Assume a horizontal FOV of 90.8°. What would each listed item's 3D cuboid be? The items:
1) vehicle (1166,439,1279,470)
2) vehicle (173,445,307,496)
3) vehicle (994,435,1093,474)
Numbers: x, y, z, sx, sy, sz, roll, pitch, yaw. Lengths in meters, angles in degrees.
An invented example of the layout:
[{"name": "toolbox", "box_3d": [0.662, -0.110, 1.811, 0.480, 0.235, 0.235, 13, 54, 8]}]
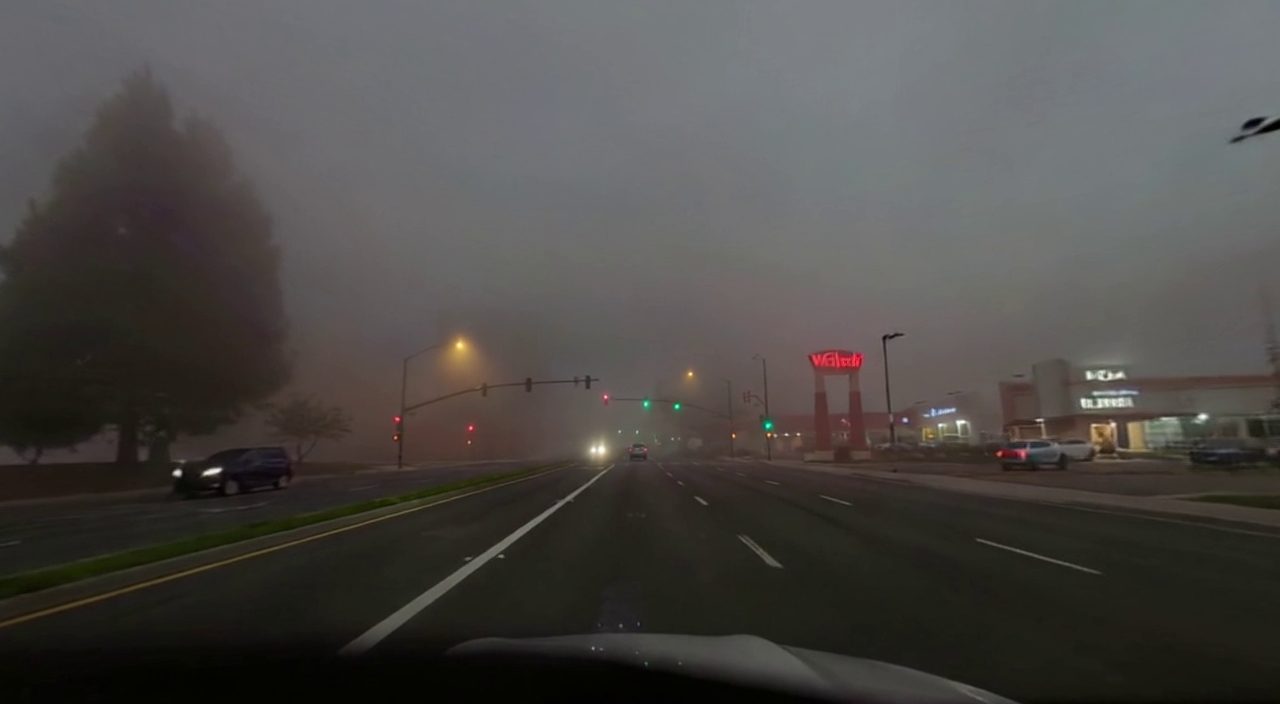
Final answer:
[{"name": "vehicle", "box_3d": [32.551, 5.713, 35.358, 4.335, 1.675, 1.885, 0, -9, 2]}, {"name": "vehicle", "box_3d": [-15.658, 4.632, 25.134, 2.102, 1.800, 4.849, 0, -9, 1]}, {"name": "vehicle", "box_3d": [19.518, 4.930, 30.518, 4.717, 1.714, 1.985, 5, -10, -31]}]
